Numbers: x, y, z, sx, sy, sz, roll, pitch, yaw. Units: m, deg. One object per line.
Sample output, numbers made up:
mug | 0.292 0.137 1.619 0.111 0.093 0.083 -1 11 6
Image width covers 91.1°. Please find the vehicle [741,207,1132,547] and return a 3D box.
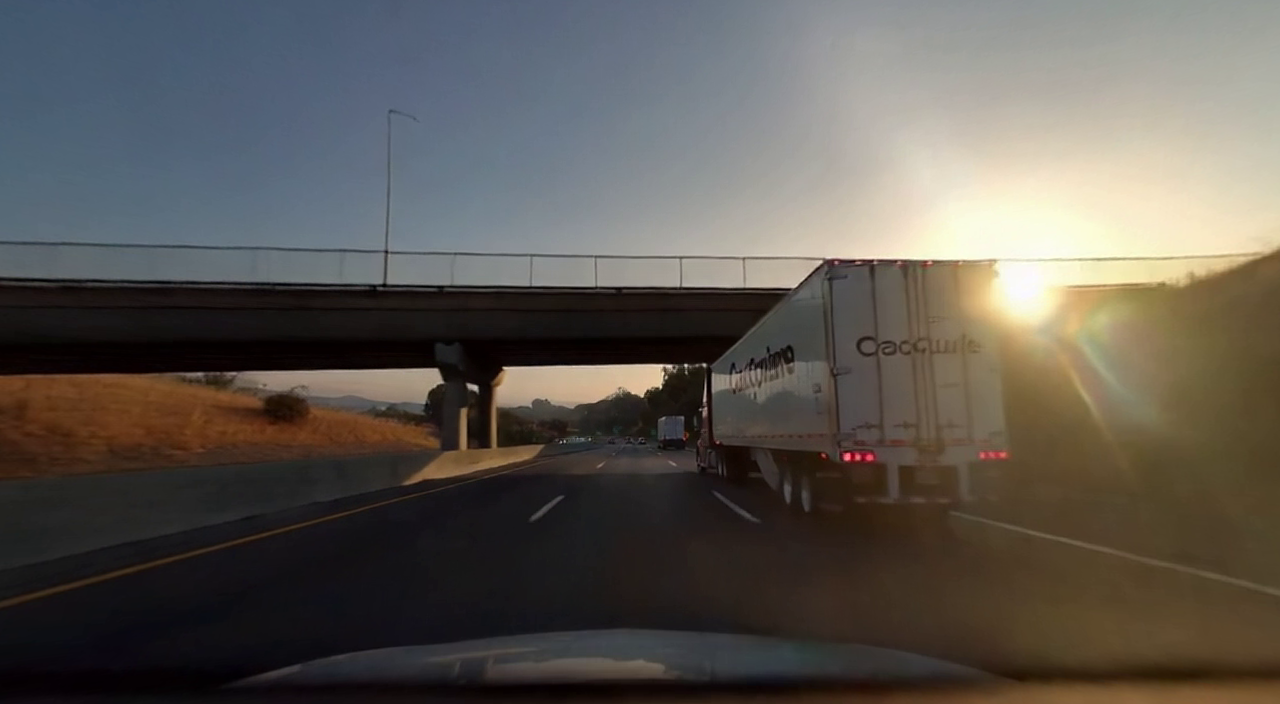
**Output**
vehicle | 4.059 0.840 11.697 2.840 3.947 8.920 0 -8 0
